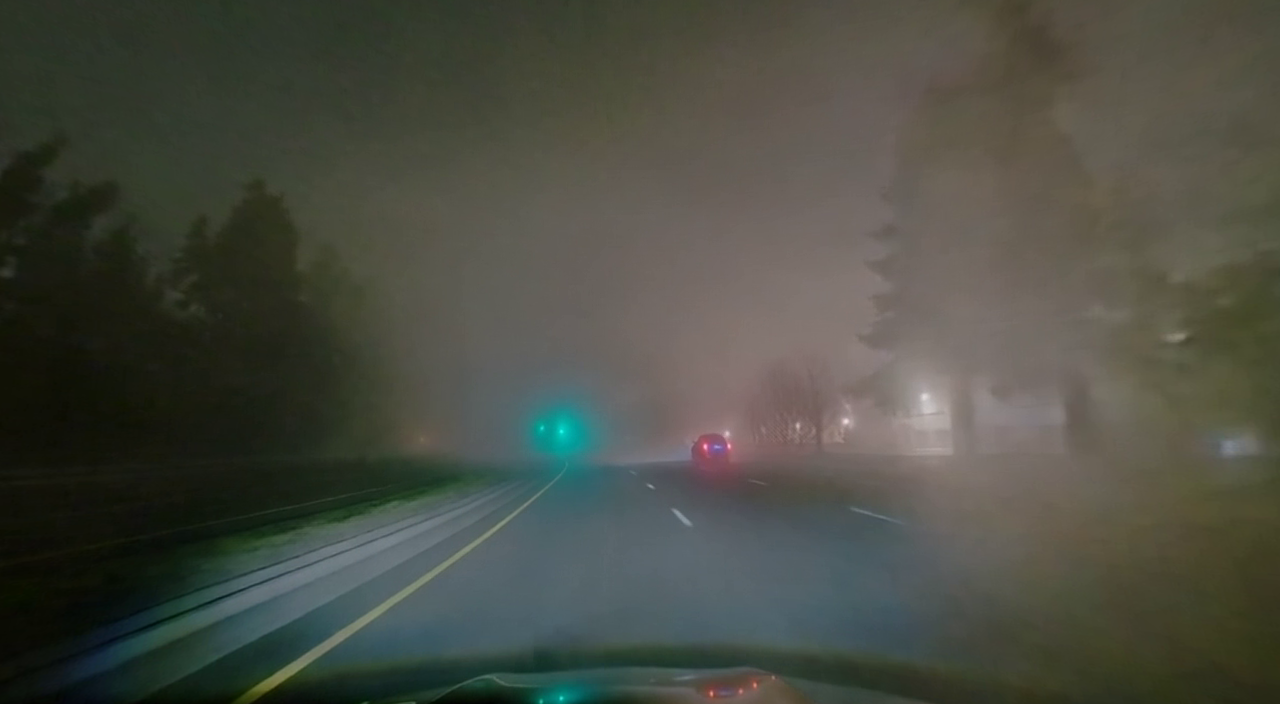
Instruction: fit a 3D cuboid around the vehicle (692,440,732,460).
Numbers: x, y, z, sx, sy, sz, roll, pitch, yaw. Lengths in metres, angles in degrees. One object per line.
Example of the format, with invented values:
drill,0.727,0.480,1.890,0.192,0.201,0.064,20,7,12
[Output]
vehicle,5.461,7.525,48.382,1.908,1.483,4.474,1,-9,-9
